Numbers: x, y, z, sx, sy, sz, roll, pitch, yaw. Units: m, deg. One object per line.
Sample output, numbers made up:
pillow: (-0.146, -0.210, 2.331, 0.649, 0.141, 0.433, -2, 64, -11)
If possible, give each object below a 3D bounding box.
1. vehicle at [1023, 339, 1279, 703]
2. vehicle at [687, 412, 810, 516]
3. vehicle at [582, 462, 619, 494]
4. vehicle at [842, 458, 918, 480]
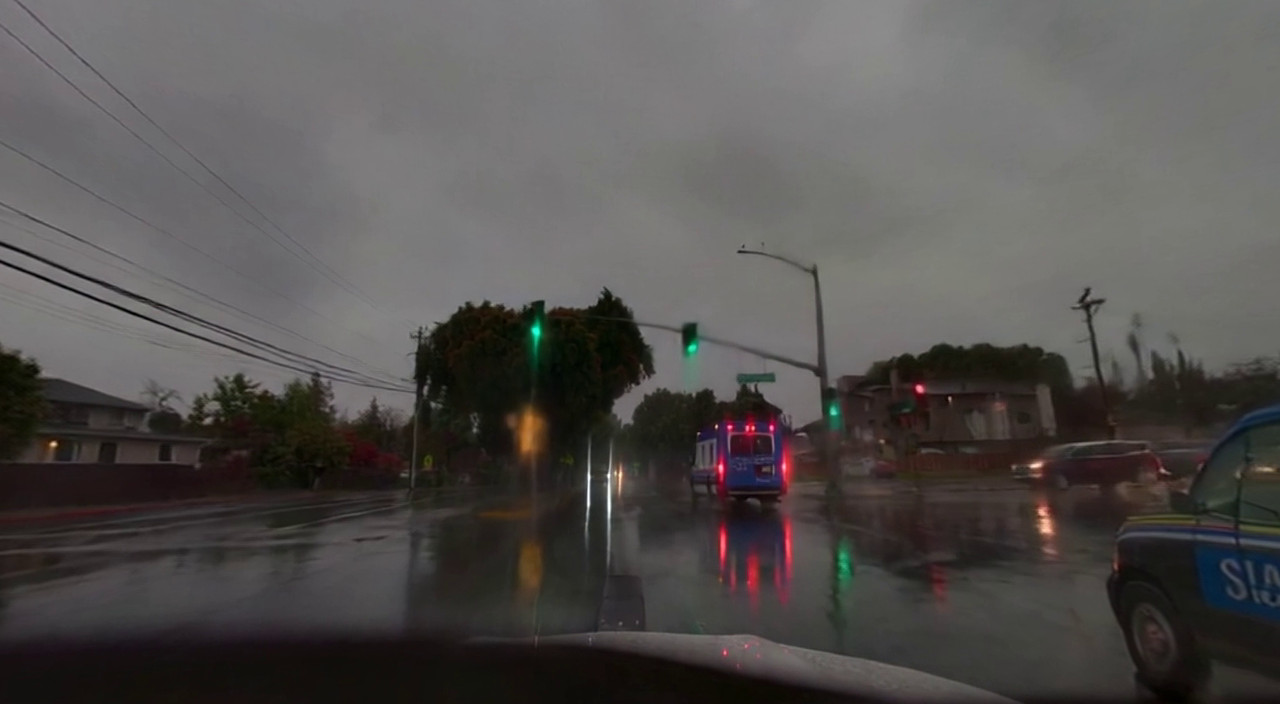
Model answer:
vehicle: (4.200, 0.837, 2.602, 2.194, 1.922, 4.822, 0, -9, 0)
vehicle: (3.055, 3.348, 19.344, 2.406, 2.687, 5.521, 0, -9, -4)
vehicle: (-2.419, 7.495, 37.905, 2.114, 1.707, 3.725, 1, -9, -5)
vehicle: (17.630, 8.610, 46.528, 4.868, 1.455, 2.054, -5, -10, 30)
